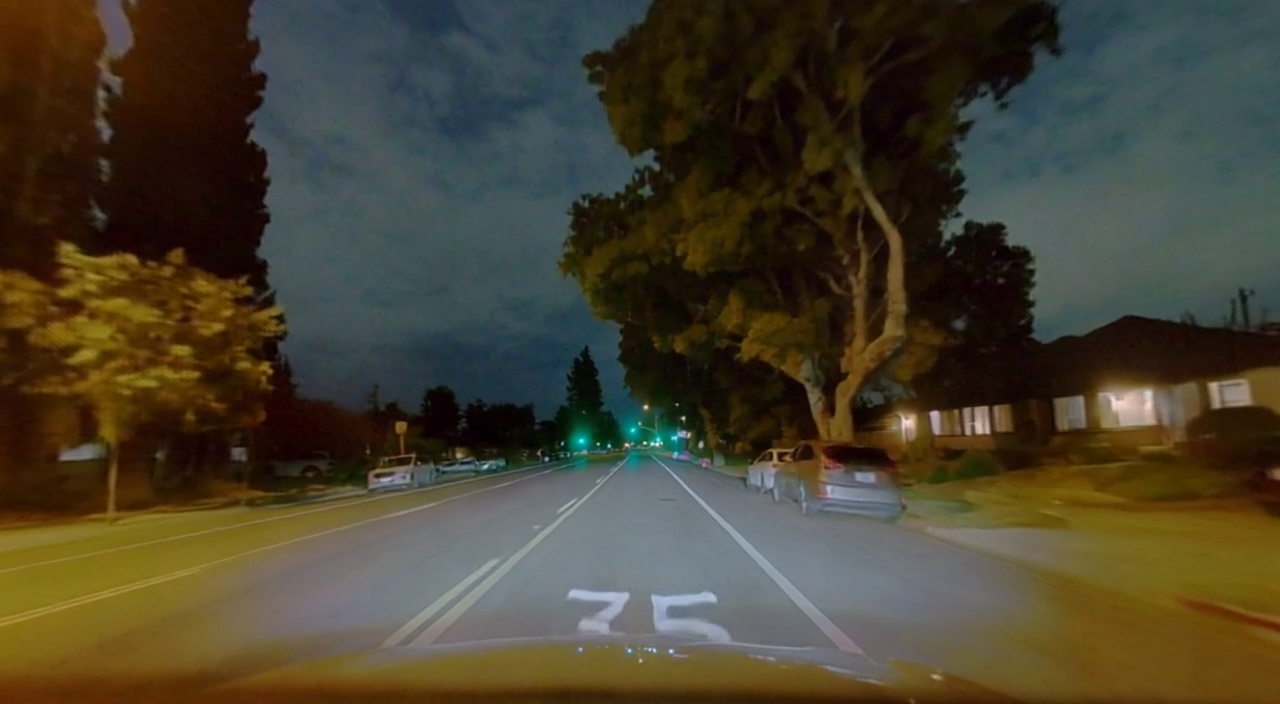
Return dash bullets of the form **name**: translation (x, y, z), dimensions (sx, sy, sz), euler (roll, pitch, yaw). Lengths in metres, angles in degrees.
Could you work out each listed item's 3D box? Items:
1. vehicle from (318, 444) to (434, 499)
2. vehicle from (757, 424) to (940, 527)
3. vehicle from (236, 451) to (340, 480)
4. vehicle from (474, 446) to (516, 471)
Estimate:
- **vehicle**: translation (-10.678, 4.814, 26.150), dimensions (2.338, 1.871, 5.795), euler (-4, -8, 0)
- **vehicle**: translation (4.166, 2.564, 13.716), dimensions (2.254, 1.812, 4.817), euler (0, -8, -1)
- **vehicle**: translation (-19.242, 6.215, 34.686), dimensions (4.530, 1.477, 1.843), euler (0, -8, -1)
- **vehicle**: translation (-10.811, 7.980, 47.254), dimensions (2.082, 1.661, 4.403), euler (-3, -10, 0)
